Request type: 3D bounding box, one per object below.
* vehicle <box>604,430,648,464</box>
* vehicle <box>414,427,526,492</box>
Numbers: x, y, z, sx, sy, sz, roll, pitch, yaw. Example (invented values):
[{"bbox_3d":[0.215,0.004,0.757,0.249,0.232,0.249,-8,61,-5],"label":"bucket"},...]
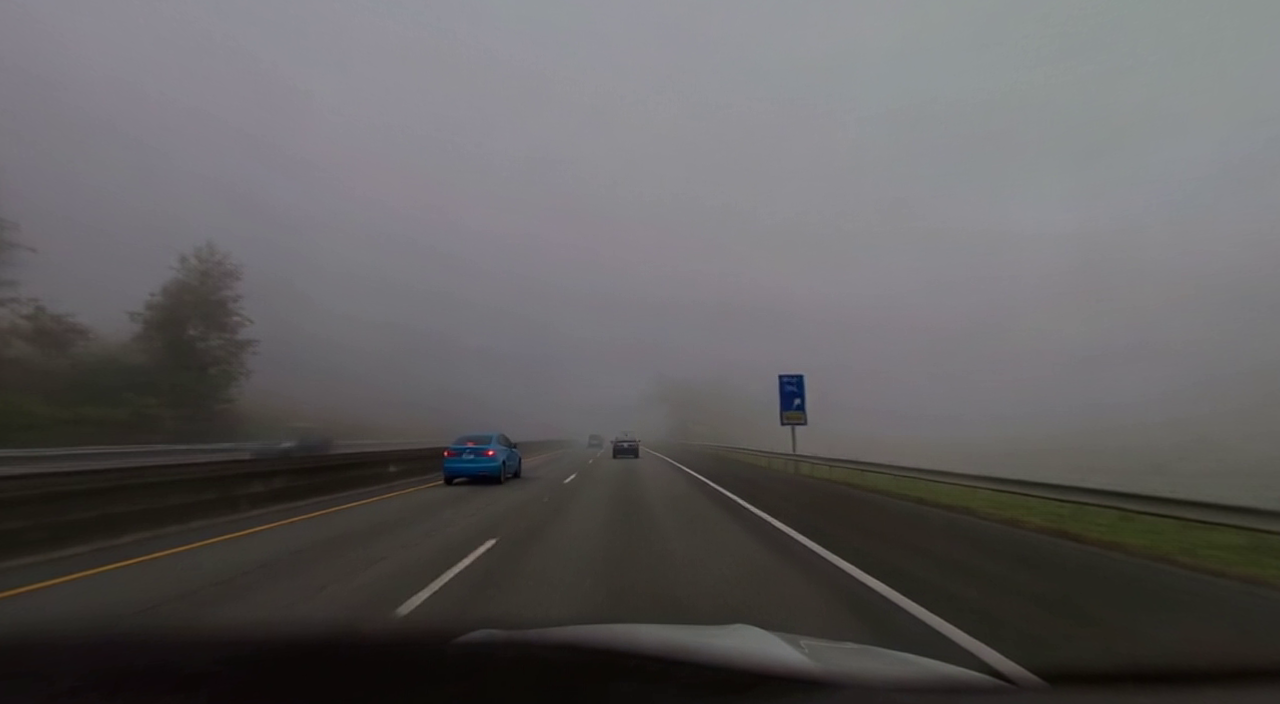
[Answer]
[{"bbox_3d":[-0.752,4.956,33.108,2.162,1.616,4.242,0,-8,-1],"label":"vehicle"},{"bbox_3d":[-4.458,2.864,17.237,1.975,1.518,4.242,0,-8,-1],"label":"vehicle"}]
